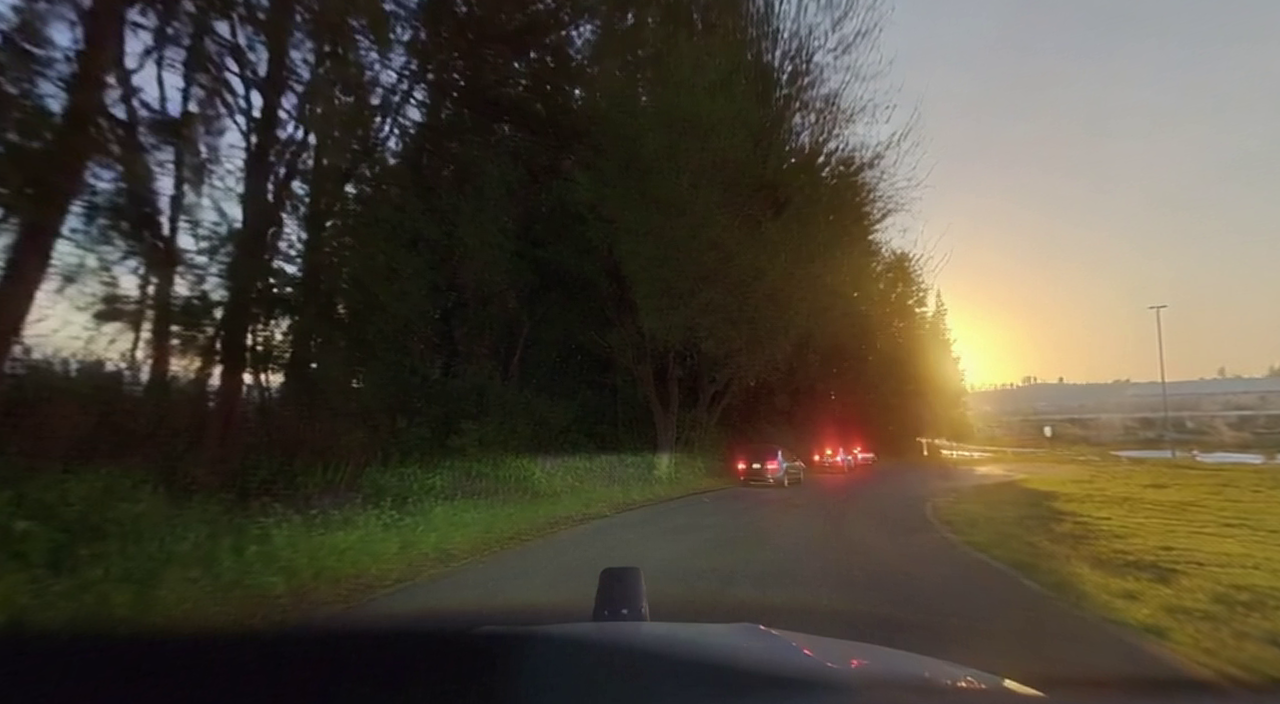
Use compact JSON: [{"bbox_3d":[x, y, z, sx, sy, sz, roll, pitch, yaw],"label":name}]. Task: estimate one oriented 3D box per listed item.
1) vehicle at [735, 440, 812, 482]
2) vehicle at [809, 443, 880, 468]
[{"bbox_3d":[6.376,5.126,29.716,1.988,1.789,4.257,-4,-10,36],"label":"vehicle"},{"bbox_3d":[15.744,7.961,48.537,2.135,1.775,4.988,5,-10,-31],"label":"vehicle"}]
